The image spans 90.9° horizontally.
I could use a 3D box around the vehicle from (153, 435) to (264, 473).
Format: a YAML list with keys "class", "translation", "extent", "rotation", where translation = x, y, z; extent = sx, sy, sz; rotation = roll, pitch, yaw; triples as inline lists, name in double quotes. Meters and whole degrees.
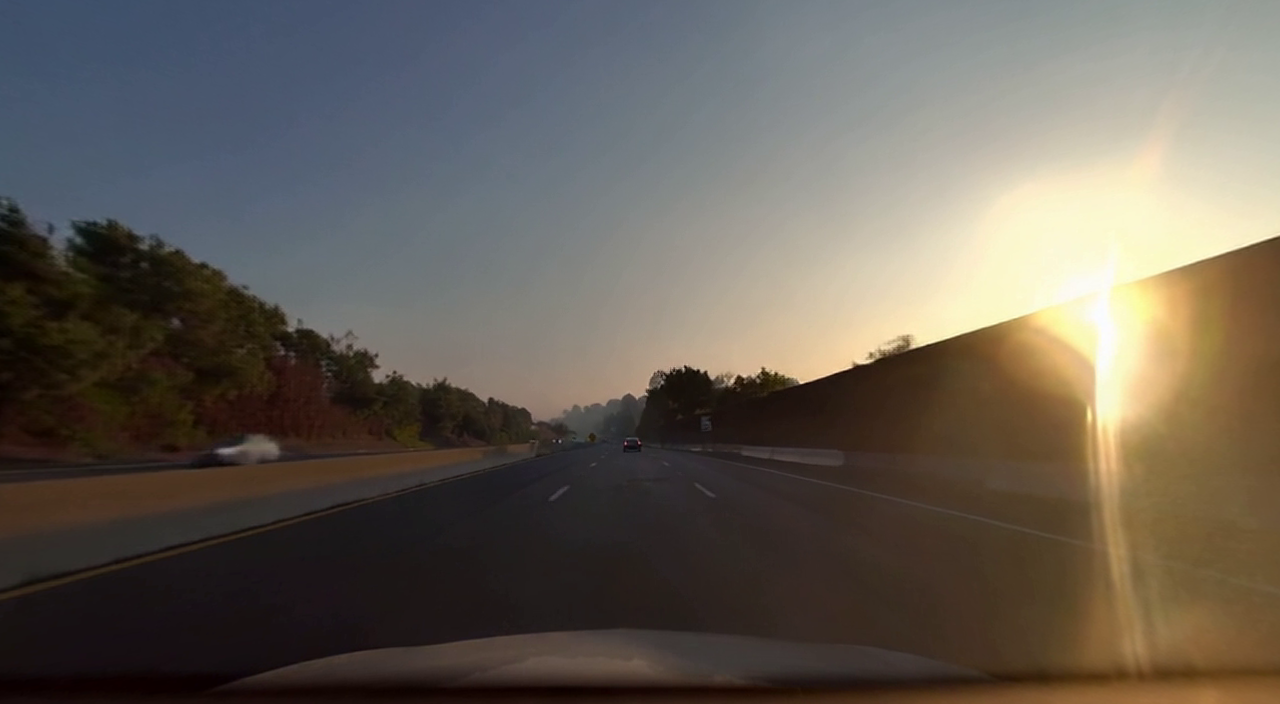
- class: "vehicle"
  translation: [-20.567, 4.845, 30.355]
  extent: [1.954, 1.638, 4.797]
  rotation: [0, -8, -1]
